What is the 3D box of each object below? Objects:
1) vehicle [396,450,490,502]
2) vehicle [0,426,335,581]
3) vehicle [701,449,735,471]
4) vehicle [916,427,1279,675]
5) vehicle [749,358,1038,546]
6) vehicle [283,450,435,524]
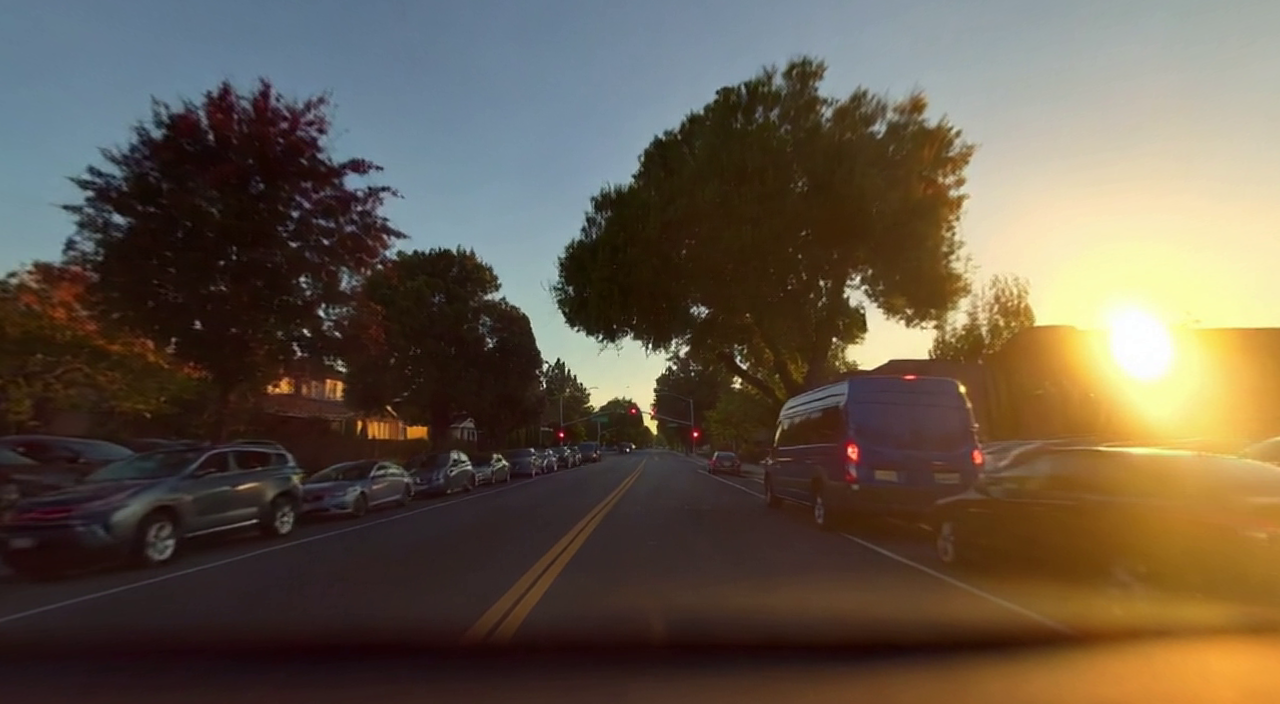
[{"bbox_3d":[-6.576,4.141,21.512,1.832,1.439,4.337,-2,-8,0],"label":"vehicle"},{"bbox_3d":[-6.988,2.108,9.702,1.984,1.745,4.866,-1,-9,2],"label":"vehicle"},{"bbox_3d":[5.313,7.386,43.321,1.849,1.415,4.181,-1,-9,1],"label":"vehicle"},{"bbox_3d":[4.452,1.537,6.029,1.764,1.494,4.248,-1,-9,1],"label":"vehicle"},{"bbox_3d":[4.524,2.074,13.259,3.089,2.882,6.770,-1,-9,-1],"label":"vehicle"},{"bbox_3d":[-6.793,3.259,15.845,1.718,1.435,4.370,-3,-8,2],"label":"vehicle"}]
